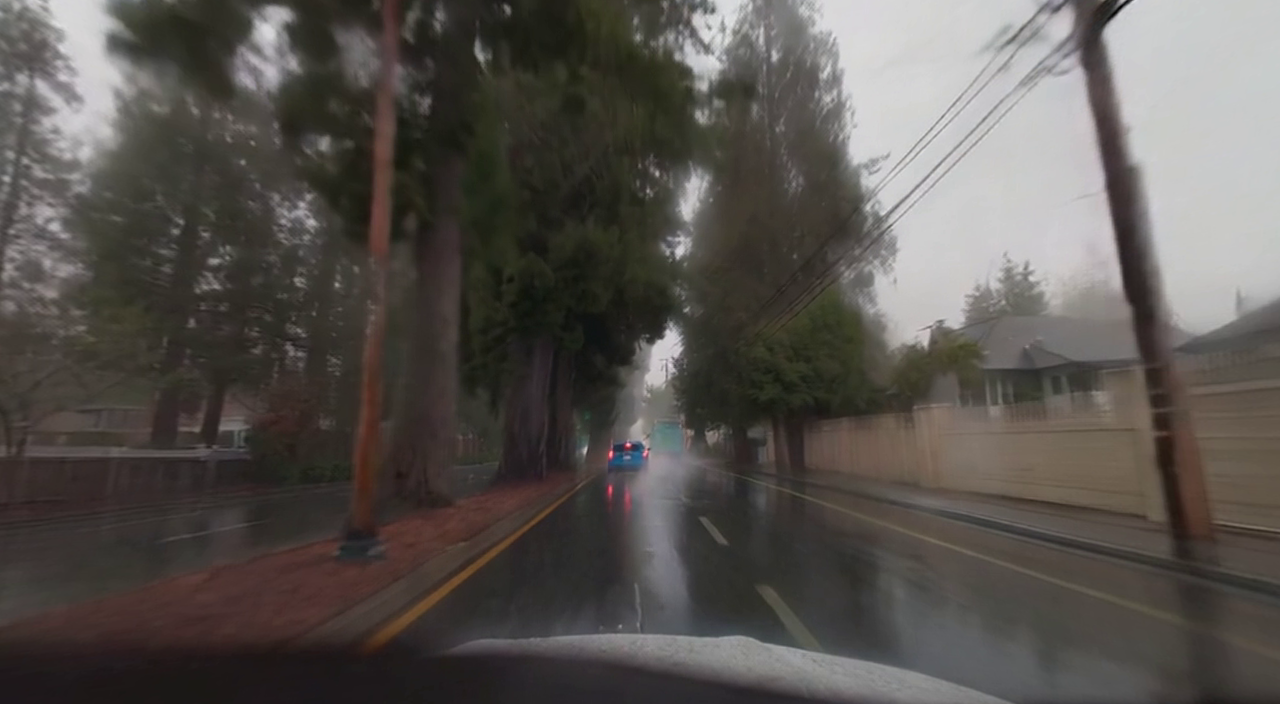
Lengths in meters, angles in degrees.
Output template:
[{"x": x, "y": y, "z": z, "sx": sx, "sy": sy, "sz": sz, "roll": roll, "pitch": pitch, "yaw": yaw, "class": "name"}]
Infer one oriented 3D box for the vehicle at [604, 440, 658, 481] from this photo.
[{"x": -0.345, "y": 4.348, "z": 25.702, "sx": 2.018, "sy": 1.511, "sz": 3.993, "roll": 0, "pitch": -8, "yaw": 0, "class": "vehicle"}]
